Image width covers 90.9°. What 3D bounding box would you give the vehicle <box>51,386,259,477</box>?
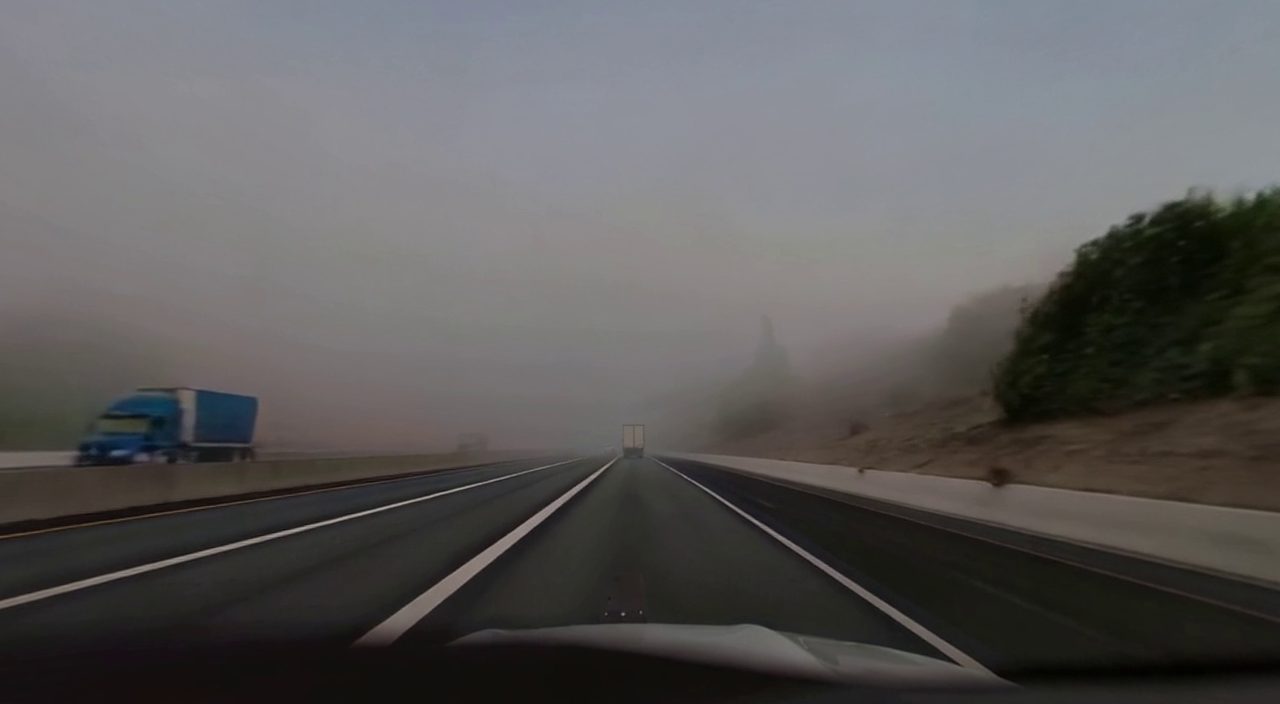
[{"bbox_3d":[-23.023,4.004,30.911,2.935,3.764,8.983,0,-9,0],"label":"vehicle"}]
